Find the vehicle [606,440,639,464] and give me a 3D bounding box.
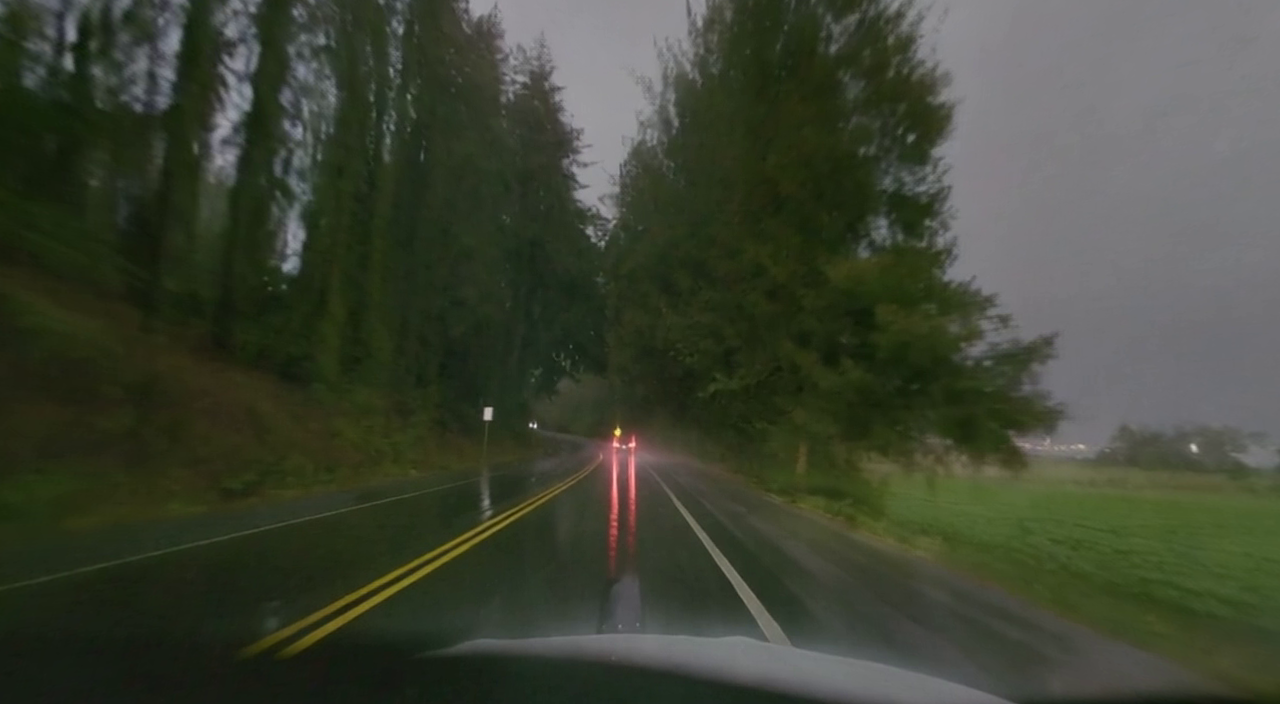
[{"bbox_3d":[-1.162,6.564,41.524,2.042,1.489,3.963,0,-9,-2],"label":"vehicle"}]
